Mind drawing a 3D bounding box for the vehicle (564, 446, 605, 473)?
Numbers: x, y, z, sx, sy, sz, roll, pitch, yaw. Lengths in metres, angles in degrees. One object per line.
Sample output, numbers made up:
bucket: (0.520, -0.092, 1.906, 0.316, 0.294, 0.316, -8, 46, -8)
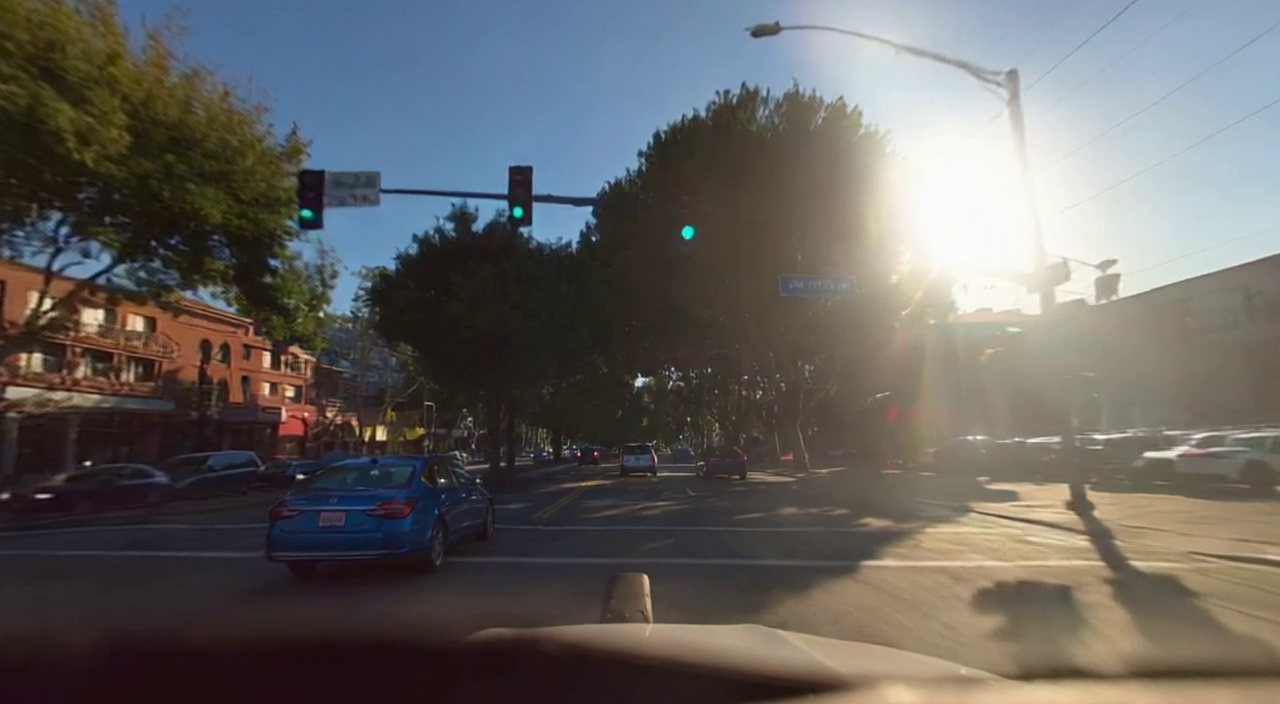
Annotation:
vehicle: (-3.463, 6.774, 39.952, 2.130, 1.645, 3.995, -1, -9, 1)

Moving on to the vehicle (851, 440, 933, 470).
vehicle: (15.921, 6.516, 39.996, 4.255, 1.520, 1.900, -4, -8, 1)

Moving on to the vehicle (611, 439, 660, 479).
vehicle: (-0.204, 5.522, 32.778, 2.361, 1.898, 4.465, 0, -9, 0)

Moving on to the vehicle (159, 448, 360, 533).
vehicle: (-8.978, 3.244, 15.512, 2.059, 1.559, 4.709, -4, -8, 0)

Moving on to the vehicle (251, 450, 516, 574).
vehicle: (-3.323, 2.138, 9.192, 2.115, 1.369, 3.908, -1, -9, 2)

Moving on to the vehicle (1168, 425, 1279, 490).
vehicle: (16.240, 2.613, 15.826, 3.817, 1.486, 2.309, -1, -9, 2)

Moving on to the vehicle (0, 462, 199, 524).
vehicle: (-16.324, 4.212, 19.331, 2.141, 1.510, 4.759, 0, -9, 0)

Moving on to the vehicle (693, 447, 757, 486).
vehicle: (3.465, 4.756, 26.588, 2.058, 1.472, 4.317, 0, -9, -1)
